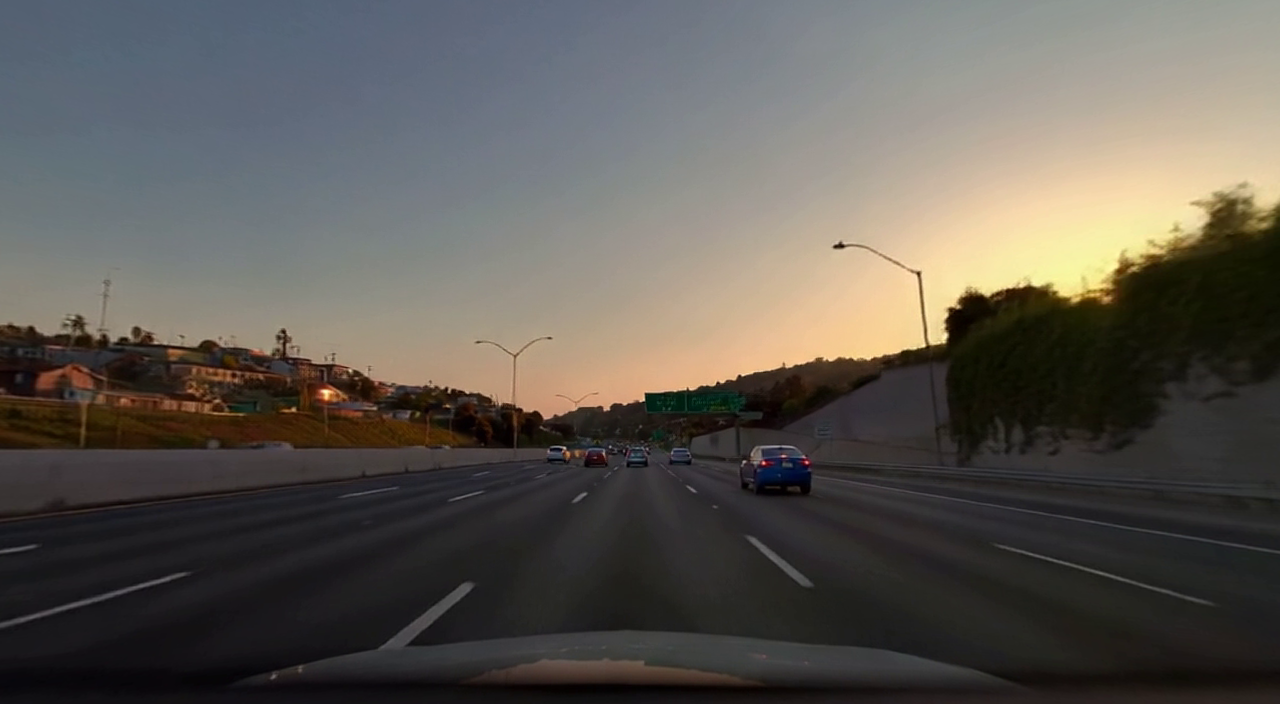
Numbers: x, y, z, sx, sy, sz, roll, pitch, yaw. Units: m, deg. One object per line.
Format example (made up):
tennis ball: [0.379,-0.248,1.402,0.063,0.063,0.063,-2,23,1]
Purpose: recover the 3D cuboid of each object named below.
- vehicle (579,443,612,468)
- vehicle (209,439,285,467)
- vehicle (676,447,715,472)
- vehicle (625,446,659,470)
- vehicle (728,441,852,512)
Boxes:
vehicle: [-3.160,7.495,45.753,2.091,1.664,4.157,0,-9,0]
vehicle: [-23.308,5.981,37.510,1.967,1.530,3.845,0,-9,1]
vehicle: [3.467,6.789,40.006,2.036,1.517,4.256,0,-9,-1]
vehicle: [0.146,7.112,42.556,2.166,1.496,4.158,0,-9,0]
vehicle: [3.641,3.101,16.250,2.077,1.527,4.553,0,-9,0]
